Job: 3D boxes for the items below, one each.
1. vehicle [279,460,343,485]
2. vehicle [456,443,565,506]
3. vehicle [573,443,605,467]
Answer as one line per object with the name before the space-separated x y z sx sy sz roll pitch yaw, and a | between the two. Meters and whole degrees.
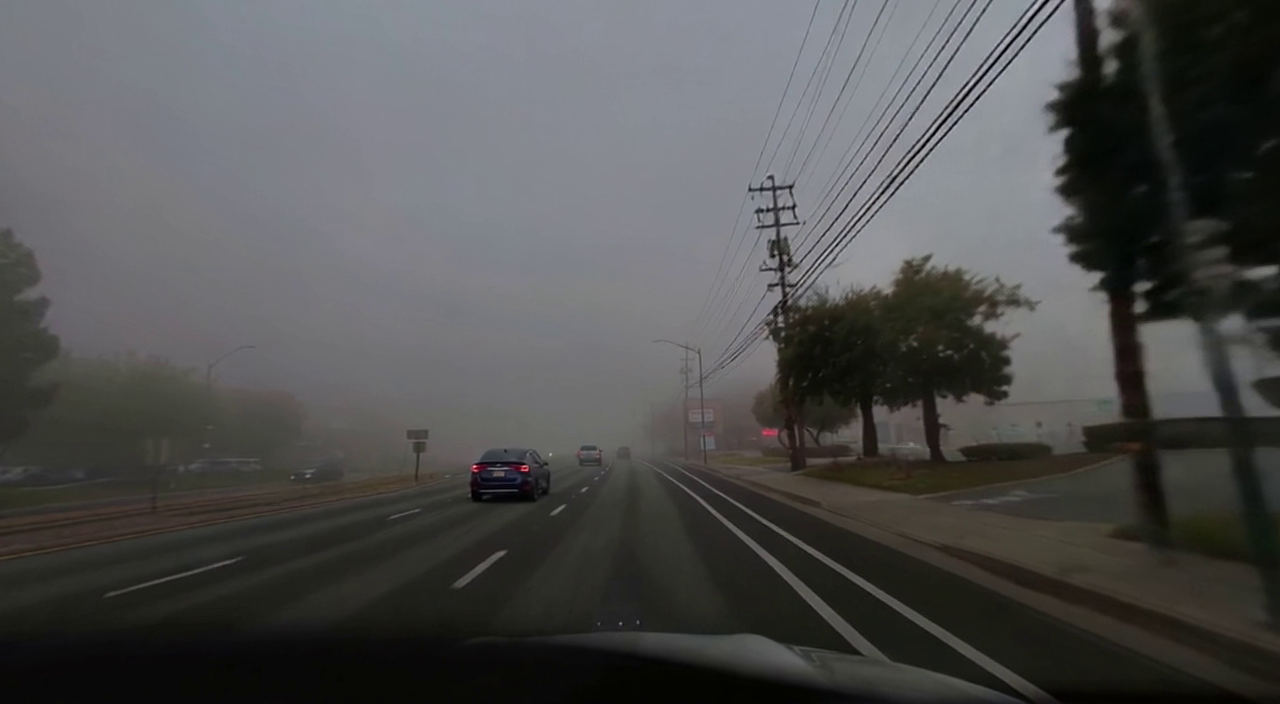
vehicle | -24.736 9.051 47.544 1.973 1.695 4.541 -1 -9 7
vehicle | -3.352 3.276 17.267 1.942 1.469 4.426 0 -9 1
vehicle | -3.803 7.754 47.525 2.087 1.736 4.311 0 -9 0
